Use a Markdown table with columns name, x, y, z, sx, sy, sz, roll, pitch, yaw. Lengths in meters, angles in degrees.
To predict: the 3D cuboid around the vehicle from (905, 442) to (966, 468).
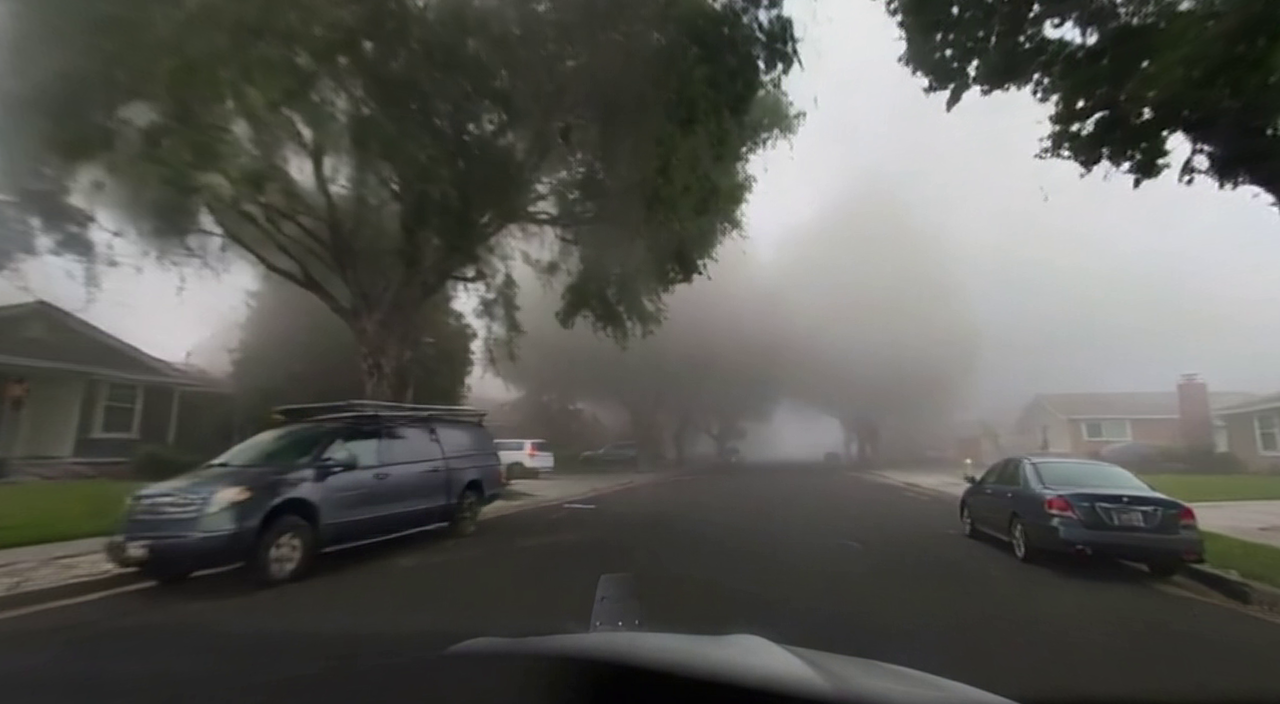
| name | x | y | z | sx | sy | sz | roll | pitch | yaw |
| --- | --- | --- | --- | --- | --- | --- | --- | --- | --- |
| vehicle | 20.913 | 7.294 | 44.688 | 3.647 | 1.784 | 1.650 | -3 | -8 | 16 |

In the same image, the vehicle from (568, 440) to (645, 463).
| name | x | y | z | sx | sy | sz | roll | pitch | yaw |
| --- | --- | --- | --- | --- | --- | --- | --- | --- | --- |
| vehicle | -2.324 | 6.925 | 43.901 | 4.977 | 1.558 | 2.079 | -2 | -8 | 14 |

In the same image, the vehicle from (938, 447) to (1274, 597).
| name | x | y | z | sx | sy | sz | roll | pitch | yaw |
| --- | --- | --- | --- | --- | --- | --- | --- | --- | --- |
| vehicle | 5.779 | 2.052 | 8.733 | 1.959 | 1.431 | 4.647 | -2 | -8 | 13 |

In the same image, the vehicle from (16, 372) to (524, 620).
| name | x | y | z | sx | sy | sz | roll | pitch | yaw |
| --- | --- | --- | --- | --- | --- | --- | --- | --- | --- |
| vehicle | -3.921 | 1.686 | 8.610 | 2.337 | 2.084 | 6.088 | -3 | -9 | 13 |
